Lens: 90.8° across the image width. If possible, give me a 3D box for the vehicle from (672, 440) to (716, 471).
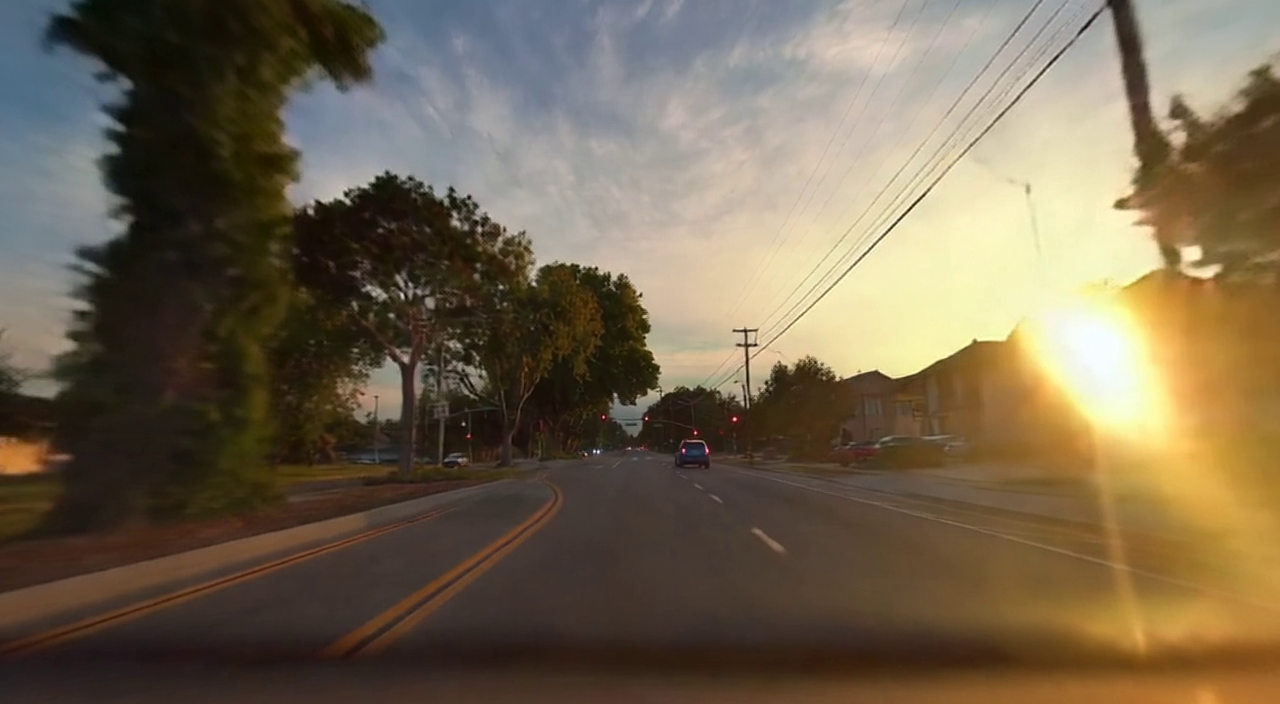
[{"bbox_3d":[3.392,6.607,40.568,2.229,1.795,4.927,0,-9,-2],"label":"vehicle"}]
